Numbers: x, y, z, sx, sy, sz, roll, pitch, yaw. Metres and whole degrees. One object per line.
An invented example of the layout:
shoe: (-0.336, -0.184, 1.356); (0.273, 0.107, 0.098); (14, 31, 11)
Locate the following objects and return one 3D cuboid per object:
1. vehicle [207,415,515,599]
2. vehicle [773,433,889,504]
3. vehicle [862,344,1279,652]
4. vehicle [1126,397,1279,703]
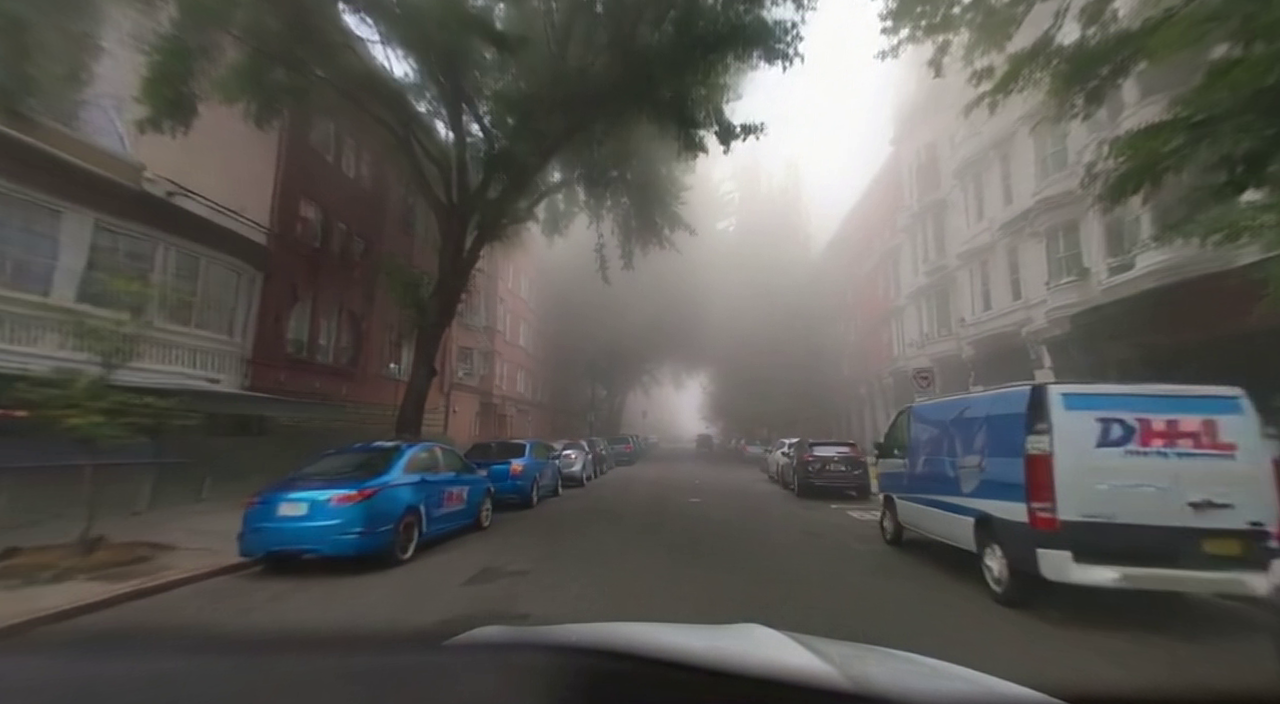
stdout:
vehicle: (-2.984, 1.628, 7.820); (1.867, 1.519, 3.920); (1, -4, 3)
vehicle: (4.623, 2.825, 15.847); (1.896, 1.549, 3.845); (-1, -7, 4)
vehicle: (4.224, 1.267, 6.662); (2.186, 2.024, 4.901); (-1, -7, 3)
vehicle: (3.758, 0.765, 1.381); (1.834, 1.508, 4.743); (-1, -7, 4)
